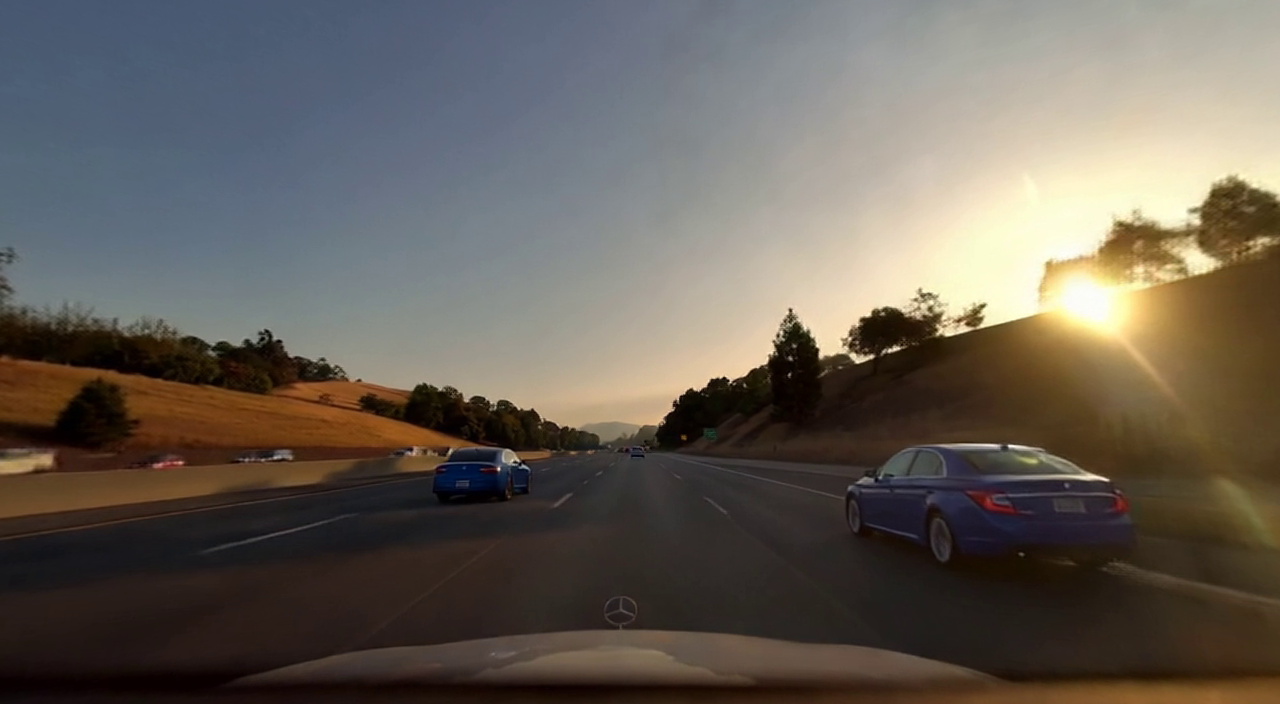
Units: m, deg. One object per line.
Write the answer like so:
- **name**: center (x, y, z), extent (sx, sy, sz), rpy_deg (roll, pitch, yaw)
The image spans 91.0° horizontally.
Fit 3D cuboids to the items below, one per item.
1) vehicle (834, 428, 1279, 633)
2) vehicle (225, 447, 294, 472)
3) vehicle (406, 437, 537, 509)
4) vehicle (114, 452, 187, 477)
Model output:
- **vehicle**: center (4.007, 1.677, 7.074), extent (2.049, 1.481, 4.774), rpy_deg (0, -9, -1)
- **vehicle**: center (-28.815, 8.163, 47.912), extent (2.033, 1.774, 5.027), rpy_deg (0, -9, 1)
- **vehicle**: center (-3.994, 2.932, 15.777), extent (1.987, 1.516, 4.478), rpy_deg (0, -9, 1)
- **vehicle**: center (-36.357, 8.359, 46.915), extent (1.882, 1.744, 4.480), rpy_deg (0, -9, -1)
